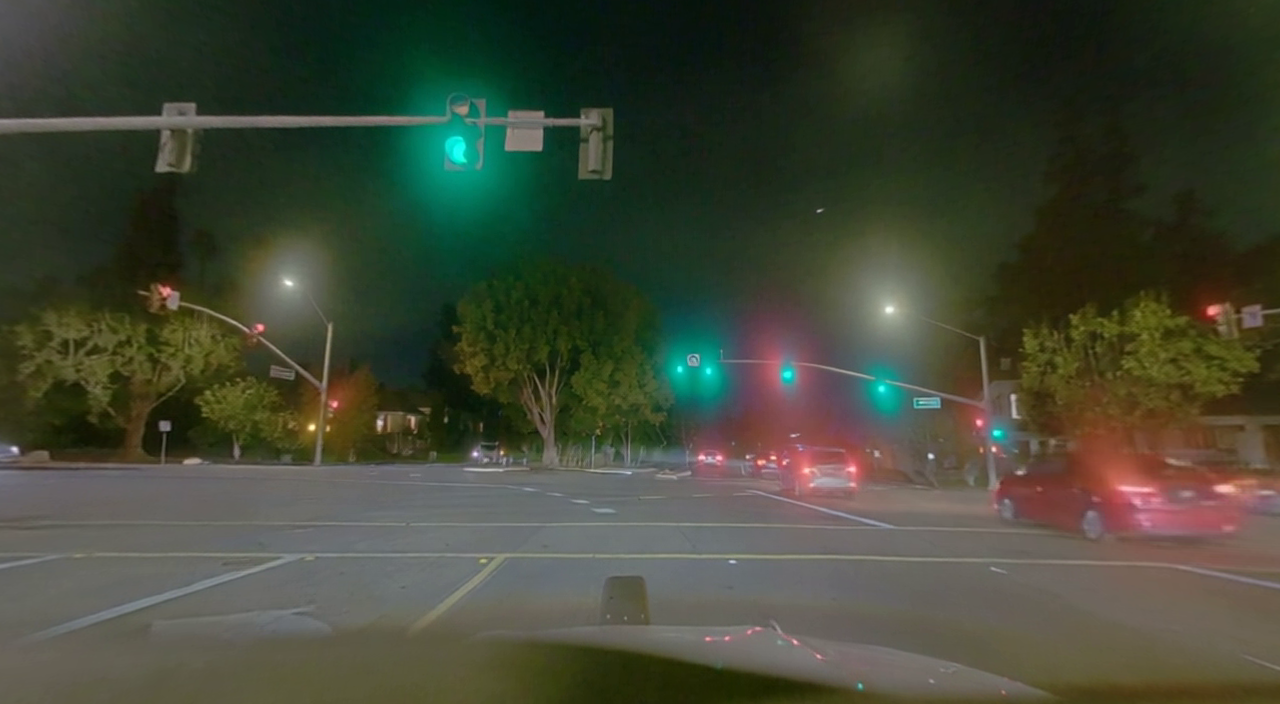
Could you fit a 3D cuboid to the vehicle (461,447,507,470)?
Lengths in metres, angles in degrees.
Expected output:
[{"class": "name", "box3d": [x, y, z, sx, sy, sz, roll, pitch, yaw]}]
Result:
[{"class": "vehicle", "box3d": [-10.950, 7.519, 44.620, 2.039, 1.519, 4.356, 0, -9, 1]}]

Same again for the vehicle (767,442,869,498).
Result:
[{"class": "vehicle", "box3d": [6.366, 4.252, 23.225, 2.239, 1.812, 4.812, 0, -9, -1]}]

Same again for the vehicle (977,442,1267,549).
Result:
[{"class": "vehicle", "box3d": [9.404, 2.775, 13.044, 2.120, 1.767, 4.856, 0, -9, 0]}]
